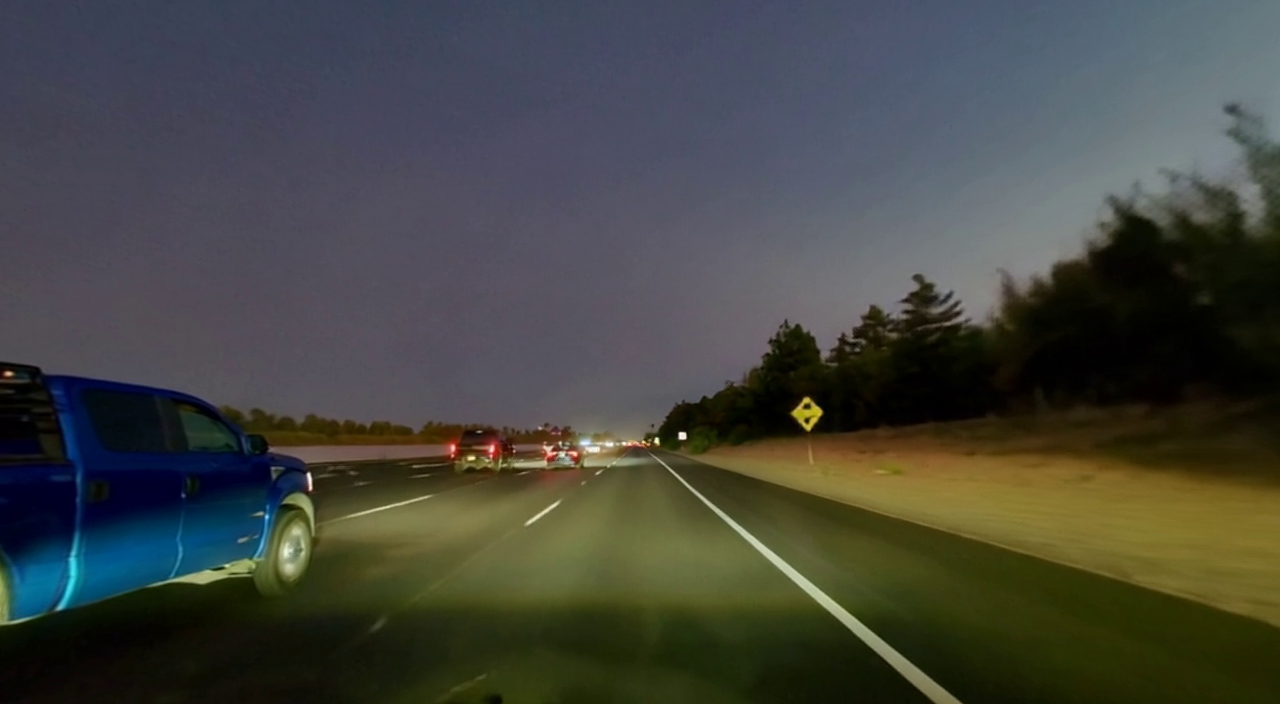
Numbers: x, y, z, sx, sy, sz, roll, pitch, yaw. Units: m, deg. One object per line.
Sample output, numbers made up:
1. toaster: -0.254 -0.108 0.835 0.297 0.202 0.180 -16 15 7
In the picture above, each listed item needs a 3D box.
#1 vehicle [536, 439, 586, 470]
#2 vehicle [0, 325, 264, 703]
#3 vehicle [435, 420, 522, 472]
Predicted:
1. vehicle: -4.072 5.410 33.249 2.012 1.509 4.359 0 -9 1
2. vehicle: -4.040 0.693 2.238 2.200 1.807 5.041 0 -9 1
3. vehicle: -7.594 4.545 30.411 2.594 2.254 6.028 0 -9 0
